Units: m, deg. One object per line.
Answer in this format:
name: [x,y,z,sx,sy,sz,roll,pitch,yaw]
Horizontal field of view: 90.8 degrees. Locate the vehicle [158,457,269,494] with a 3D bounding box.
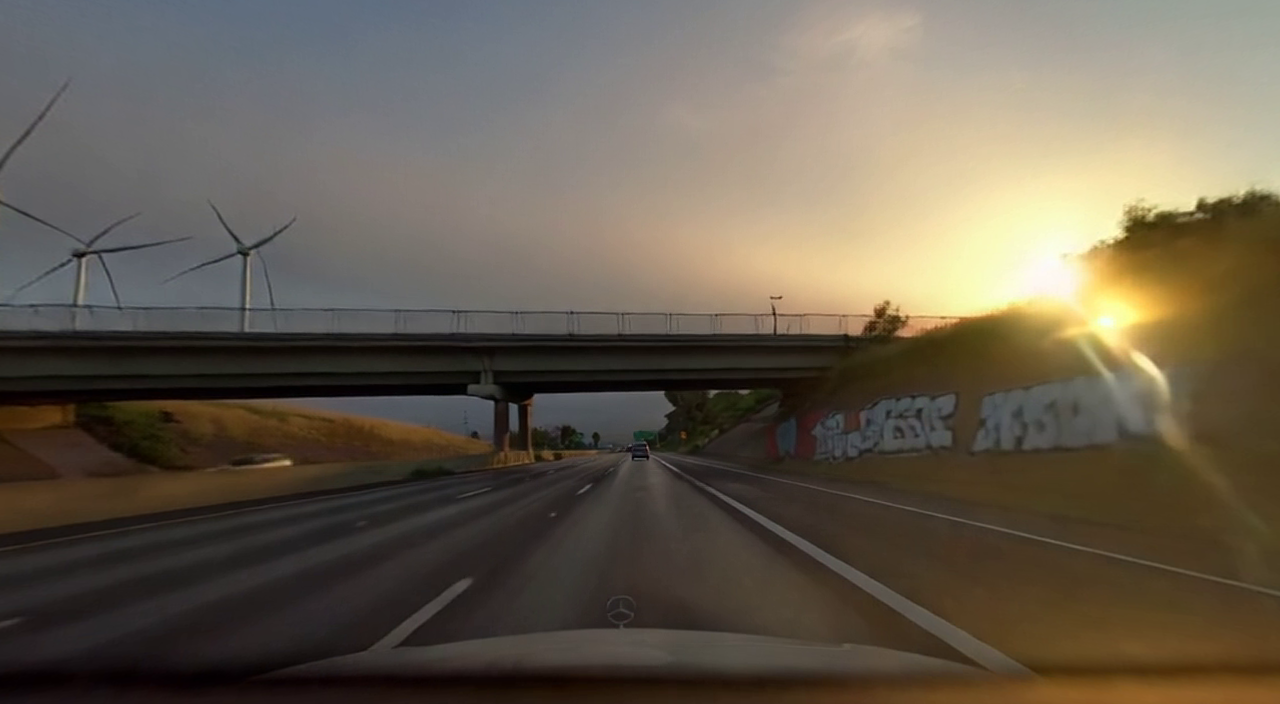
vehicle: [-18.695,5.399,27.950,1.852,1.456,4.382,0,-9,0]
